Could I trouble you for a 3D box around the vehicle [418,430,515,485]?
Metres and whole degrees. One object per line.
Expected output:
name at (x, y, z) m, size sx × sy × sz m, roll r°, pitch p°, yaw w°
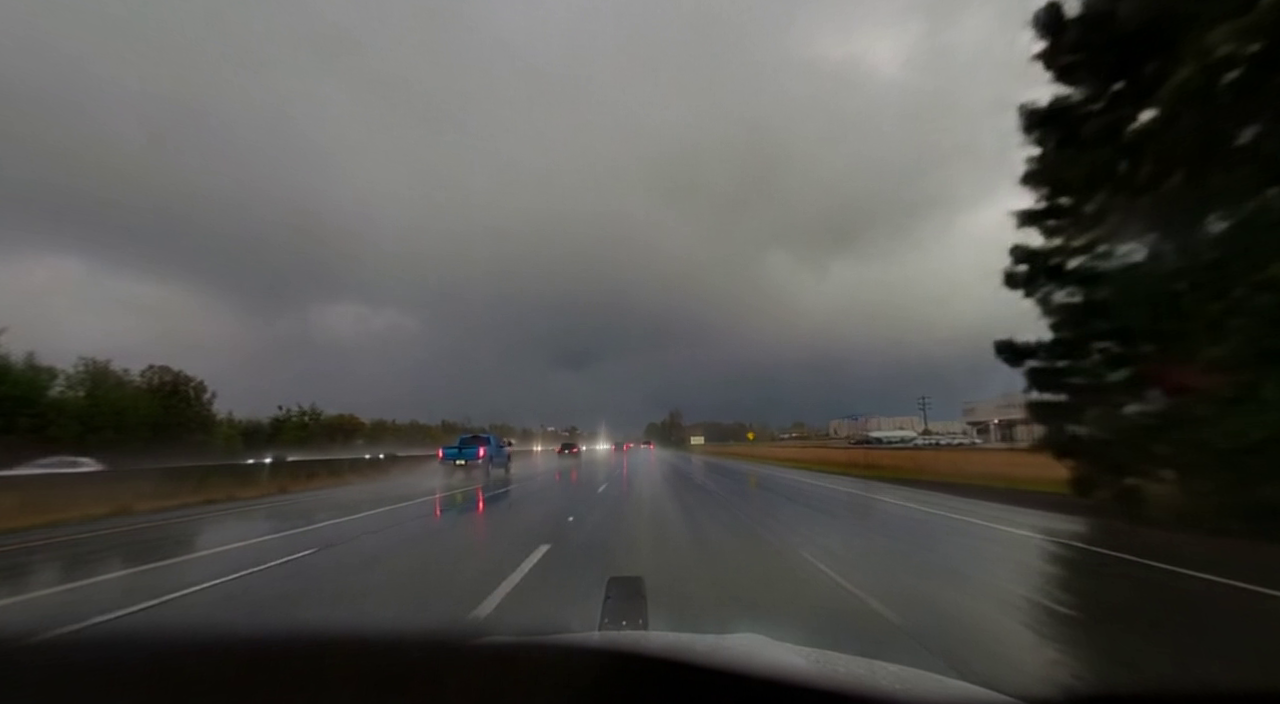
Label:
vehicle at (-6.788, 4.206, 25.541) m, size 2.156 × 1.911 × 5.956 m, roll 0°, pitch -8°, yaw 1°
